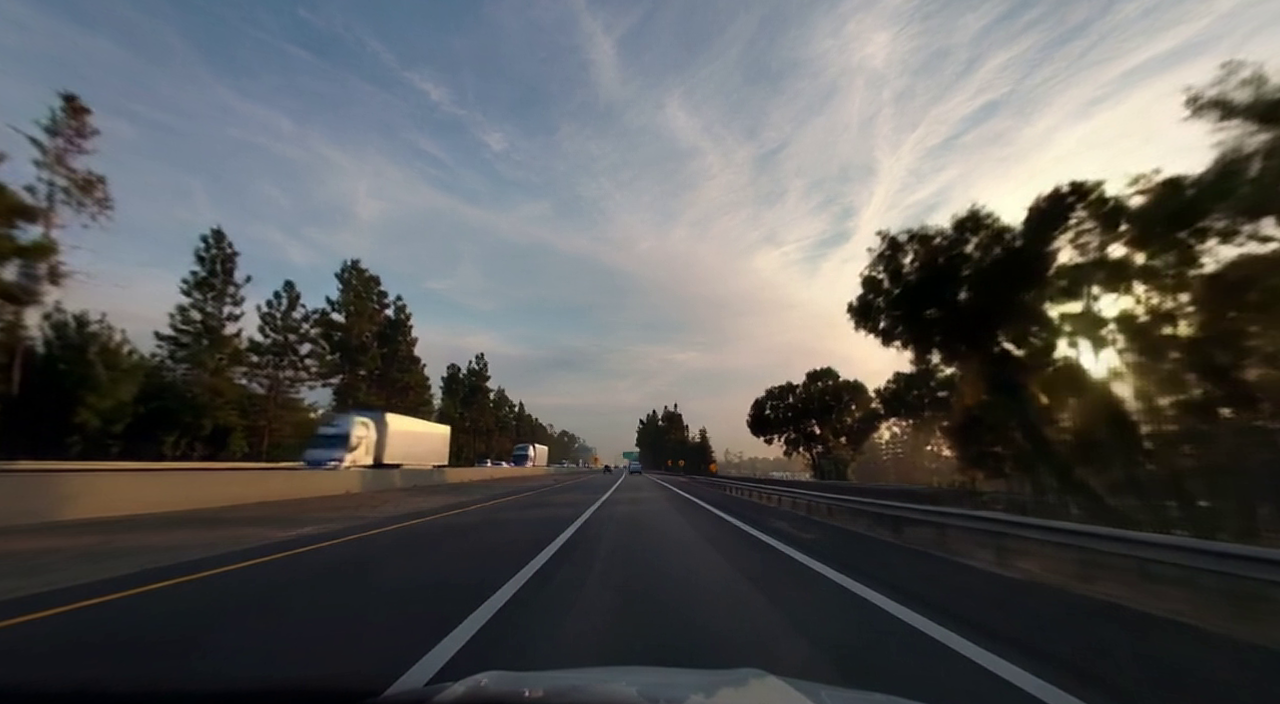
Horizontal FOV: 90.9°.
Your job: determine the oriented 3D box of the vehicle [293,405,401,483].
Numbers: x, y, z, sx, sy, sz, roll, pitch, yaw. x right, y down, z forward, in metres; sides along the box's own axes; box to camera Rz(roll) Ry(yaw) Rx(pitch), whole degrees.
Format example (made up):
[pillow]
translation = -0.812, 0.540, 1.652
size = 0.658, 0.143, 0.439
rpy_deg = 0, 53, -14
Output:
[vehicle]
translation = -16.119, 5.256, 35.301
size = 2.986, 3.926, 5.923
rpy_deg = 1, -10, 0
